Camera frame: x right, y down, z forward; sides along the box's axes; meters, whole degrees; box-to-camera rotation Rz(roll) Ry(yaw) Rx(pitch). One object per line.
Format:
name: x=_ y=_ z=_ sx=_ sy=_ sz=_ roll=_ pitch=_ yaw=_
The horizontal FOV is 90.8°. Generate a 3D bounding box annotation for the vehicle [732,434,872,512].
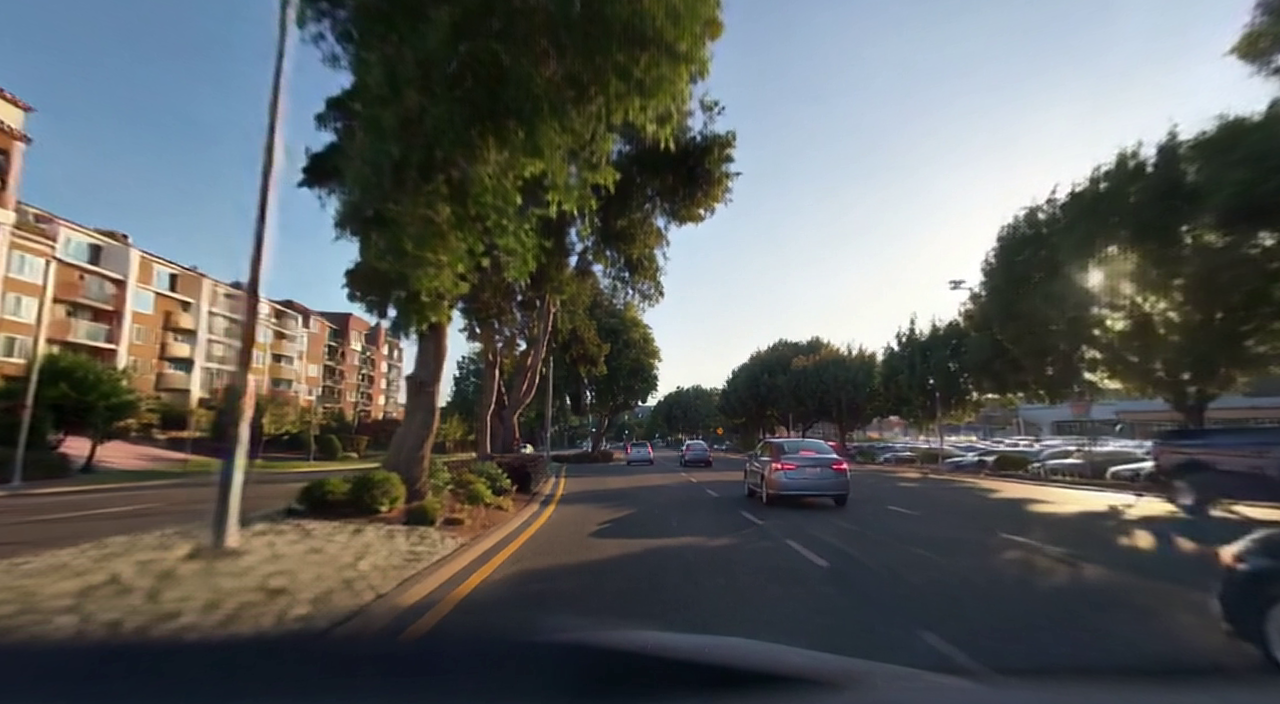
vehicle: x=3.519 y=2.716 z=14.750 sx=1.953 sy=1.514 sz=4.672 roll=0 pitch=-8 yaw=-1

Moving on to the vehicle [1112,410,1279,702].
vehicle: x=4.472 y=0.877 z=2.047 sx=2.098 sy=1.507 sz=4.655 roll=0 pitch=-8 yaw=-3

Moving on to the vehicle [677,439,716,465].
vehicle: x=3.669 y=6.614 z=41.811 sx=2.041 sy=1.611 sz=4.426 roll=0 pitch=-9 yaw=-1

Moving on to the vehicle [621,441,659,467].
vehicle: x=-0.054 y=5.962 z=37.030 sx=2.095 sy=1.456 sz=3.873 roll=0 pitch=-8 yaw=-1
